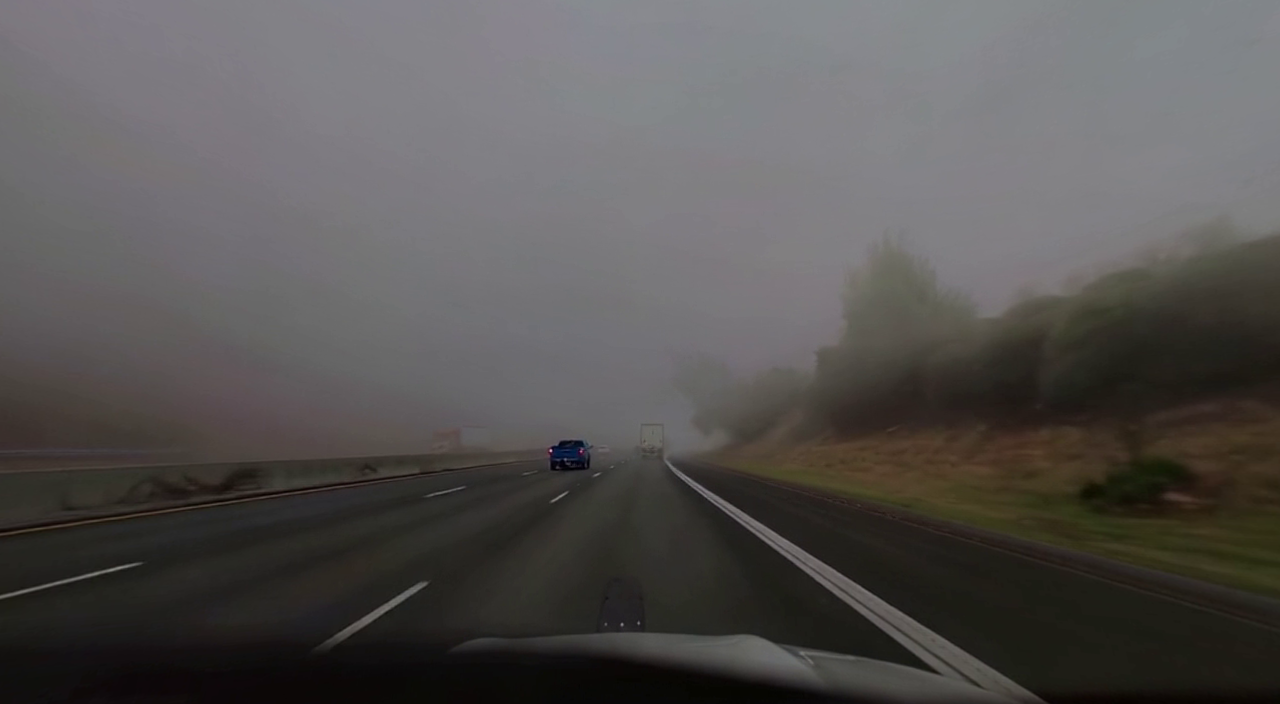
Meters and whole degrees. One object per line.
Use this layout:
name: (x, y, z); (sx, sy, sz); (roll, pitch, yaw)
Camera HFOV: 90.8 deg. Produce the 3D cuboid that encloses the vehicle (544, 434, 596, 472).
vehicle: (-3.781, 5.568, 34.935); (2.216, 1.949, 5.237); (0, -9, 1)
